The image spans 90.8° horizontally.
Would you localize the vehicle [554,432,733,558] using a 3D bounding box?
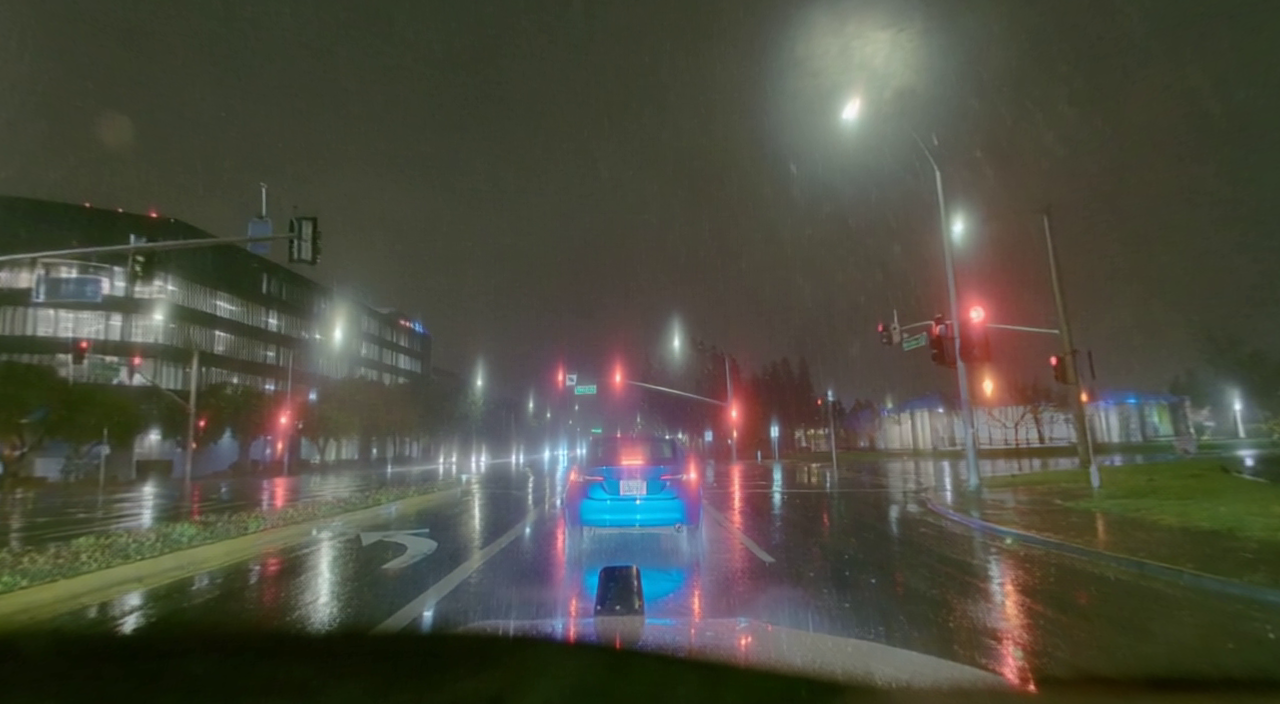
[{"bbox_3d":[0.007,1.997,9.532,2.107,1.470,3.974,0,-9,-1],"label":"vehicle"}]
